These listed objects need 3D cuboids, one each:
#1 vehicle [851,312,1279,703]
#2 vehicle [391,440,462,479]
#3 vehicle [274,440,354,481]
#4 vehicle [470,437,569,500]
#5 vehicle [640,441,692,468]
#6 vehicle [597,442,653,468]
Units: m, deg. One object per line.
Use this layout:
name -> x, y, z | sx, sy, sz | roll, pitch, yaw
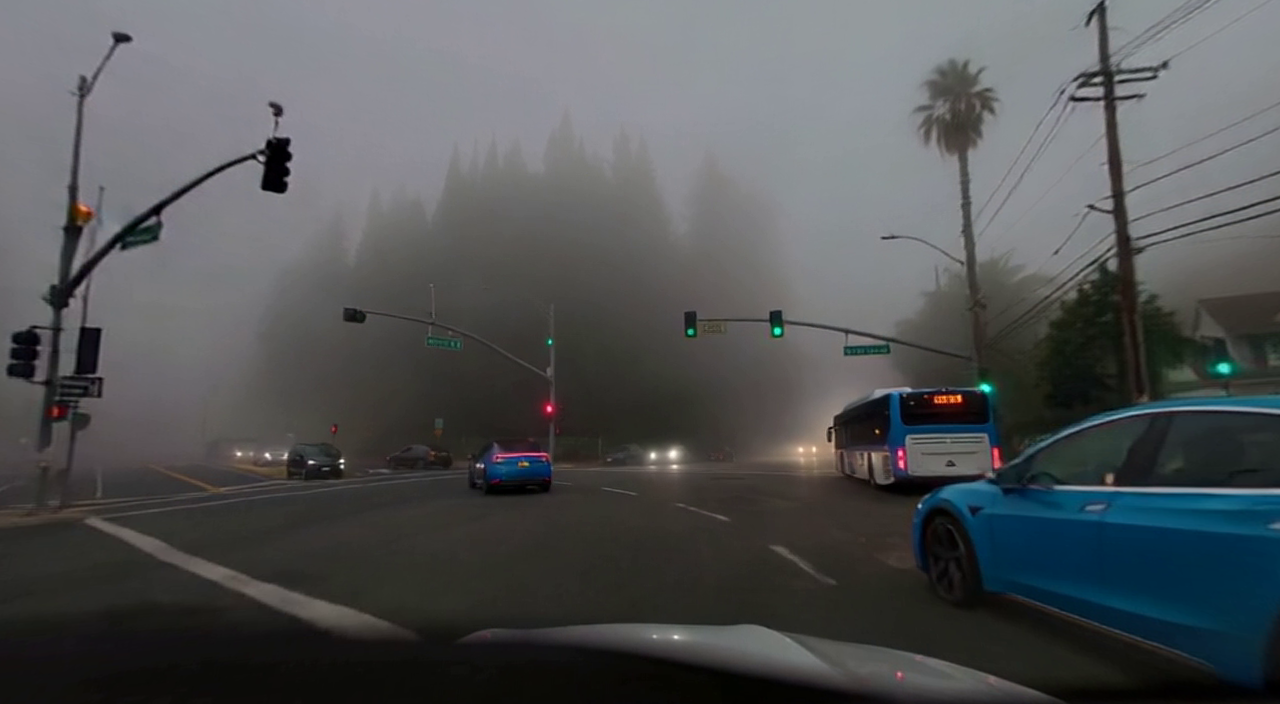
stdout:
vehicle -> 3.319, 0.967, 3.641 | 2.205, 1.803, 5.135 | 0, -8, -3
vehicle -> -11.443, 5.655, 33.644 | 2.272, 1.891, 4.562 | 6, -10, -36
vehicle -> -16.689, 5.470, 32.210 | 2.283, 1.878, 5.384 | 7, -11, -40
vehicle -> -3.949, 3.621, 20.125 | 2.341, 1.709, 4.466 | 3, -9, -20
vehicle -> 1.862, 6.988, 43.181 | 2.122, 1.730, 5.138 | -3, -9, 20
vehicle -> -0.990, 7.554, 45.855 | 2.290, 1.688, 5.224 | -5, -11, 19
